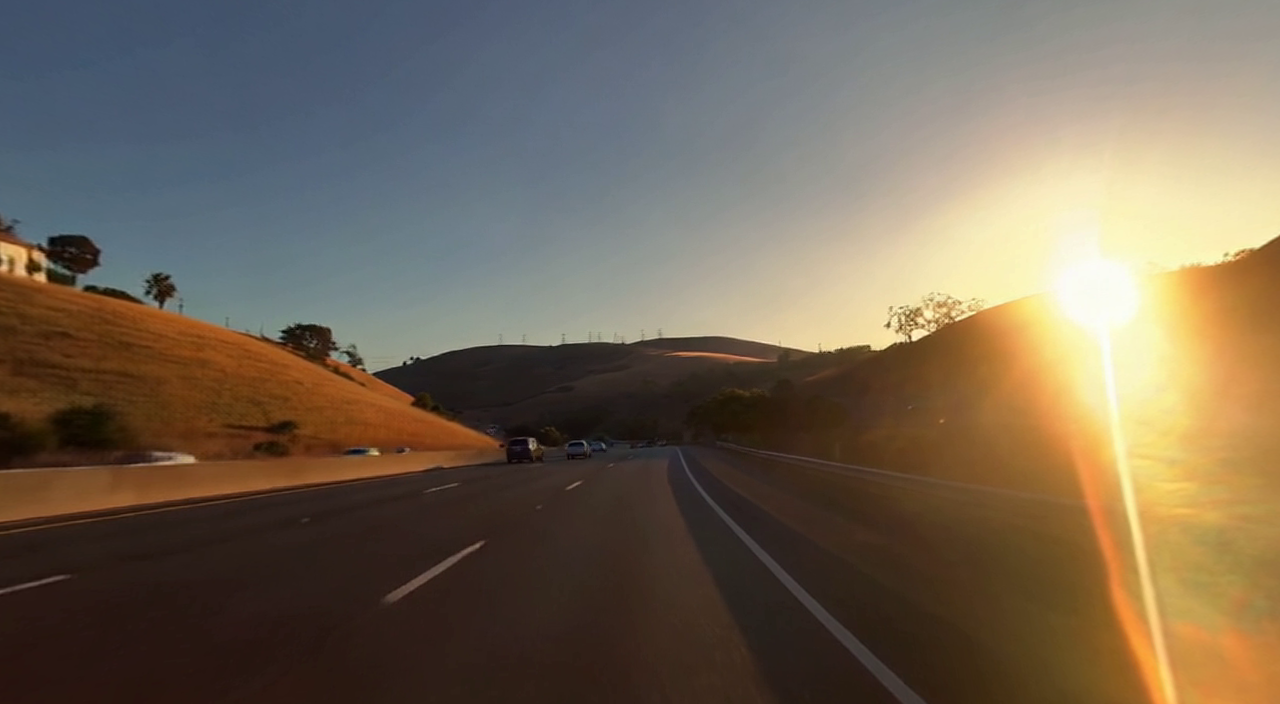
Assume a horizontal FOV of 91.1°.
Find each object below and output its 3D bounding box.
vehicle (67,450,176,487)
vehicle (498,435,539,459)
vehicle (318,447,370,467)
[{"bbox_3d":[-20.977,4.697,25.549,1.517,1.341,3.268,-1,-8,3],"label":"vehicle"},{"bbox_3d":[-9.400,7.374,48.864,2.063,1.743,4.392,-1,-8,3],"label":"vehicle"},{"bbox_3d":[-23.057,8.177,49.064,1.830,1.402,4.168,0,-9,4],"label":"vehicle"}]
